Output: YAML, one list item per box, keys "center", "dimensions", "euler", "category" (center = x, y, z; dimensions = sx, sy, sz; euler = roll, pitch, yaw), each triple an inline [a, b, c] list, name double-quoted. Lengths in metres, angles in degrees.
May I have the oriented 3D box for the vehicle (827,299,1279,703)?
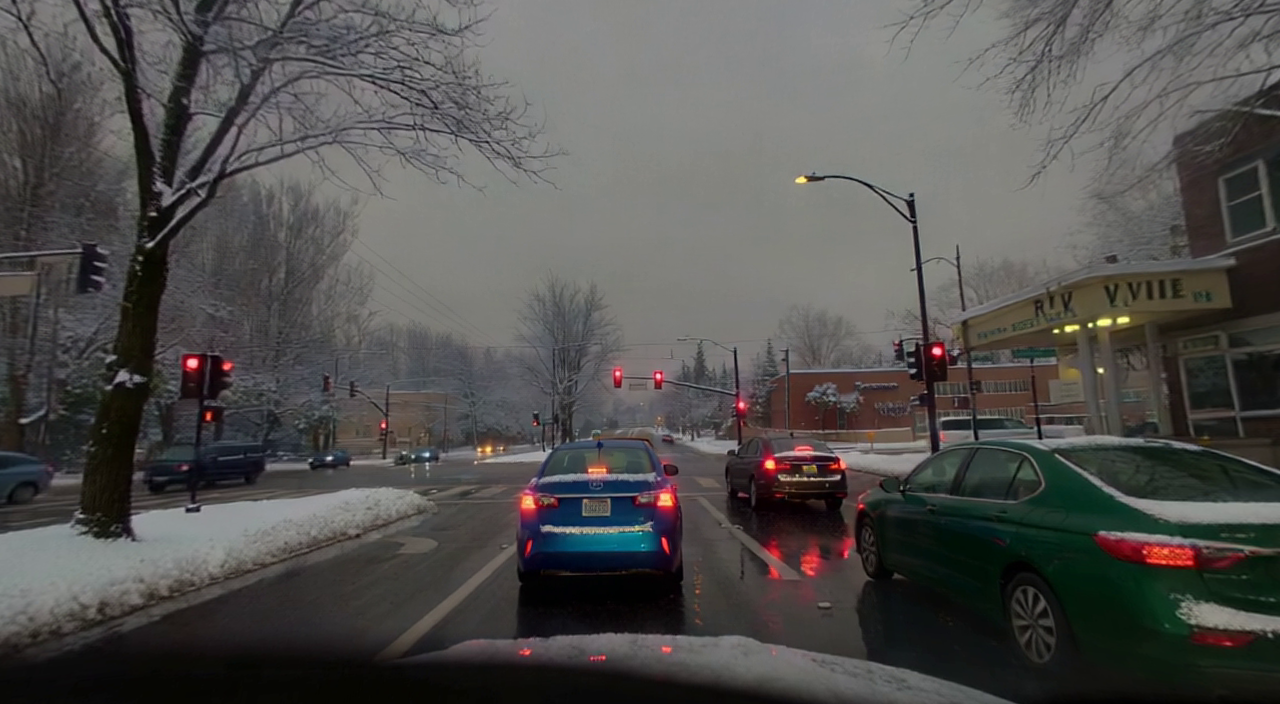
- center: [3.581, 1.107, 5.054]
  dimensions: [2.572, 1.945, 5.065]
  euler: [0, -8, 0]
  category: "vehicle"

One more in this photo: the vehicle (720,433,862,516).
- center: [3.162, 2.664, 14.314]
  dimensions: [2.026, 1.549, 4.559]
  euler: [0, -8, -1]
  category: "vehicle"

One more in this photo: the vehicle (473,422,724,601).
- center: [-0.373, 1.652, 7.407]
  dimensions: [2.143, 1.520, 3.848]
  euler: [0, -8, -1]
  category: "vehicle"

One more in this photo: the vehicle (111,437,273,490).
- center: [-17.941, 4.477, 25.843]
  dimensions: [2.308, 1.903, 5.813]
  euler: [0, -8, 0]
  category: "vehicle"

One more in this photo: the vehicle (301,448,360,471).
- center: [-21.978, 7.644, 45.032]
  dimensions: [1.863, 1.496, 4.389]
  euler: [0, -8, 1]
  category: "vehicle"
